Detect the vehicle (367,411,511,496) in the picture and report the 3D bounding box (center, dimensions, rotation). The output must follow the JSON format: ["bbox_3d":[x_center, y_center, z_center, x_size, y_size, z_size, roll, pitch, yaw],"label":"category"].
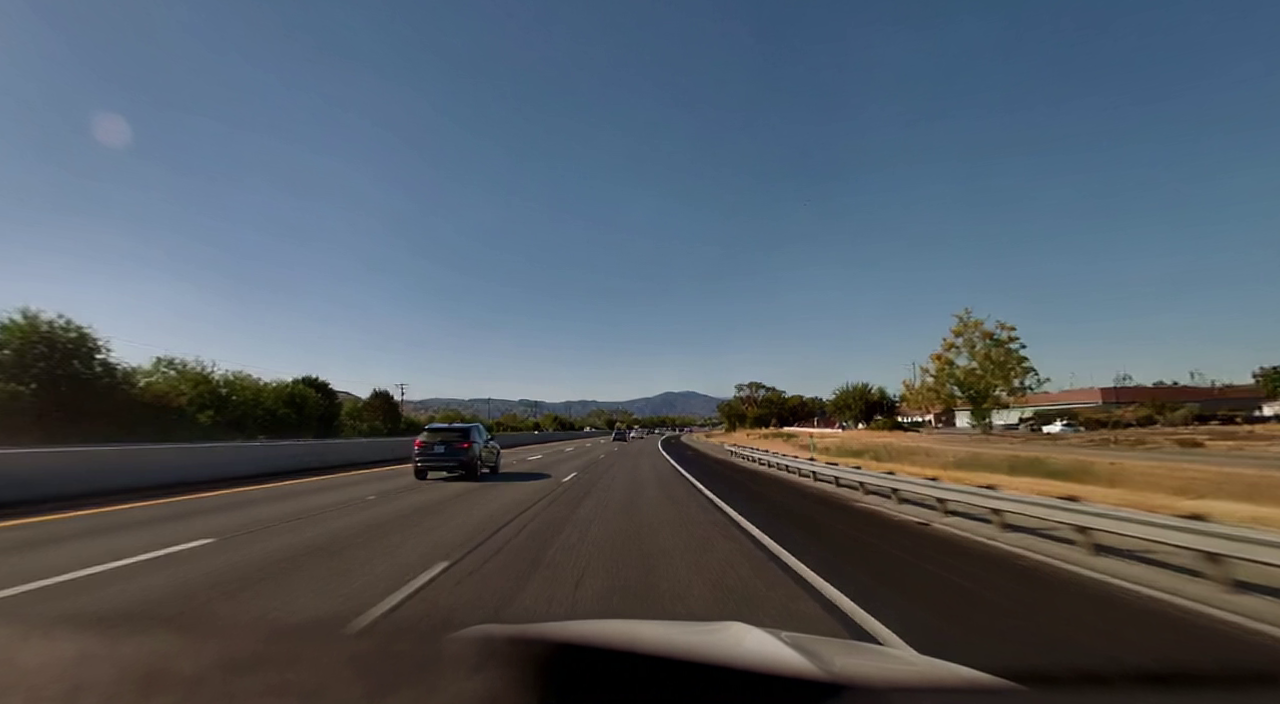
[{"bbox_3d":[-4.570,2.384,15.114,1.980,1.721,4.419,0,-8,0],"label":"vehicle"}]
